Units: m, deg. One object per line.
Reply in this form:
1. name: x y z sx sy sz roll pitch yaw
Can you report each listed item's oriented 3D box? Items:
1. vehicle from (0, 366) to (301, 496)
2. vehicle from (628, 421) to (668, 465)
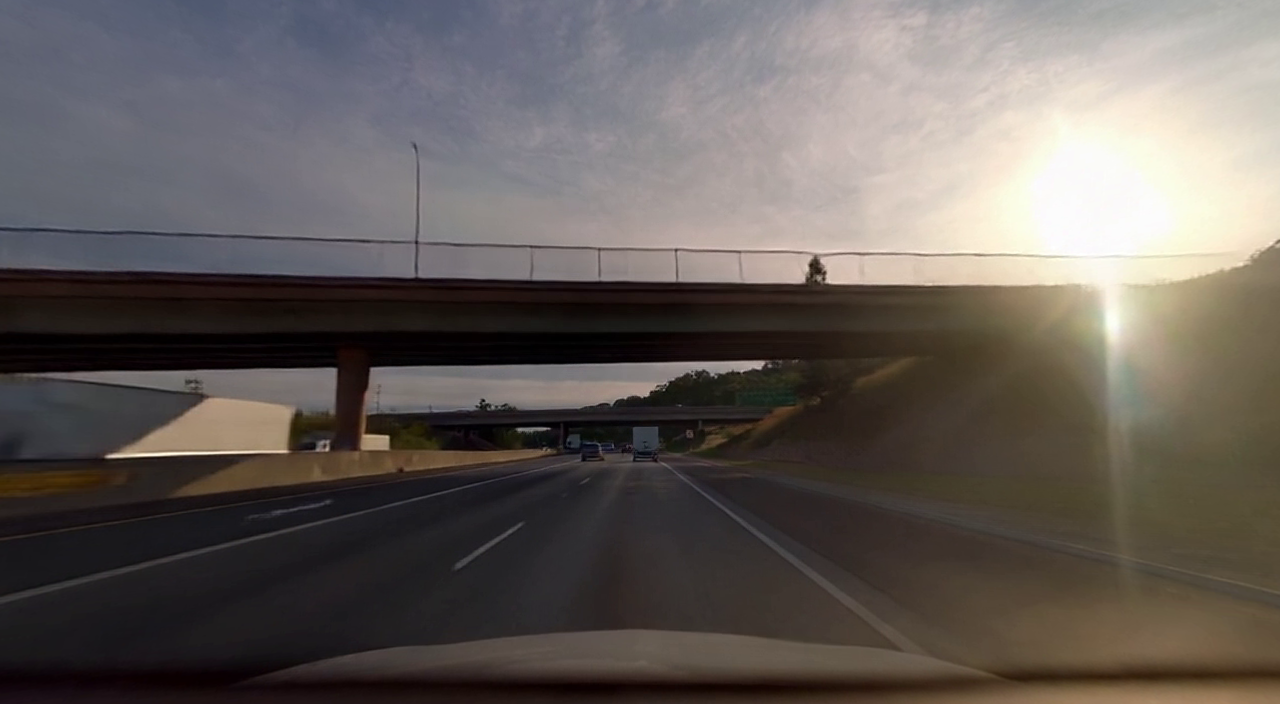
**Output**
1. vehicle: -20.034 3.409 25.395 3.423 3.678 16.963 0 -9 0
2. vehicle: 0.515 7.076 48.578 2.790 3.075 7.414 0 -9 -1
